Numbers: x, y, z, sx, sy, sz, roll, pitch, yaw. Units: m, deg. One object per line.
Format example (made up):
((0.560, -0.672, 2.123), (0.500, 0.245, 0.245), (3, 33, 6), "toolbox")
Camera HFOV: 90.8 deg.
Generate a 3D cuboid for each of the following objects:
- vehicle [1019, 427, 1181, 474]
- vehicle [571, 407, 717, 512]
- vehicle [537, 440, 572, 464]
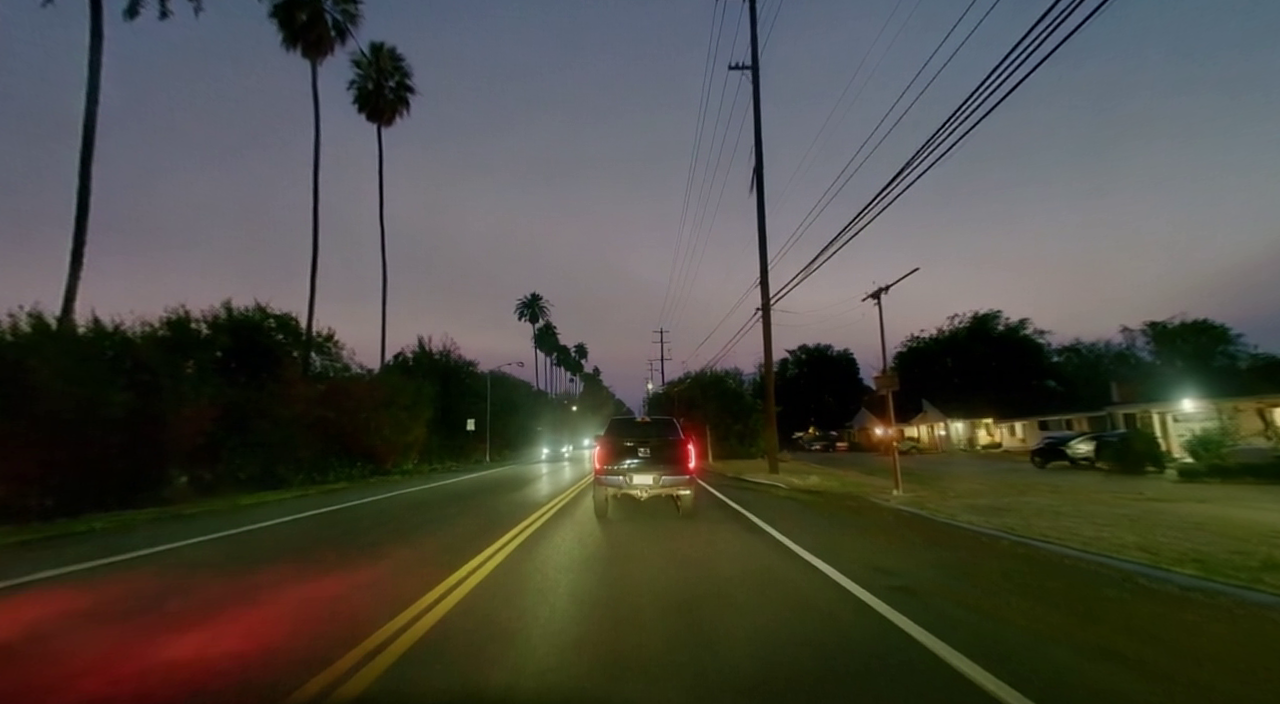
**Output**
((20.326, 4.402, 28.456), (2.277, 1.836, 6.267), (0, -8, -4), "vehicle")
((0.021, 2.554, 15.419), (2.848, 2.047, 5.885), (0, -8, -1), "vehicle")
((-6.289, 7.399, 46.914), (2.140, 1.706, 4.229), (0, -8, -1), "vehicle")
